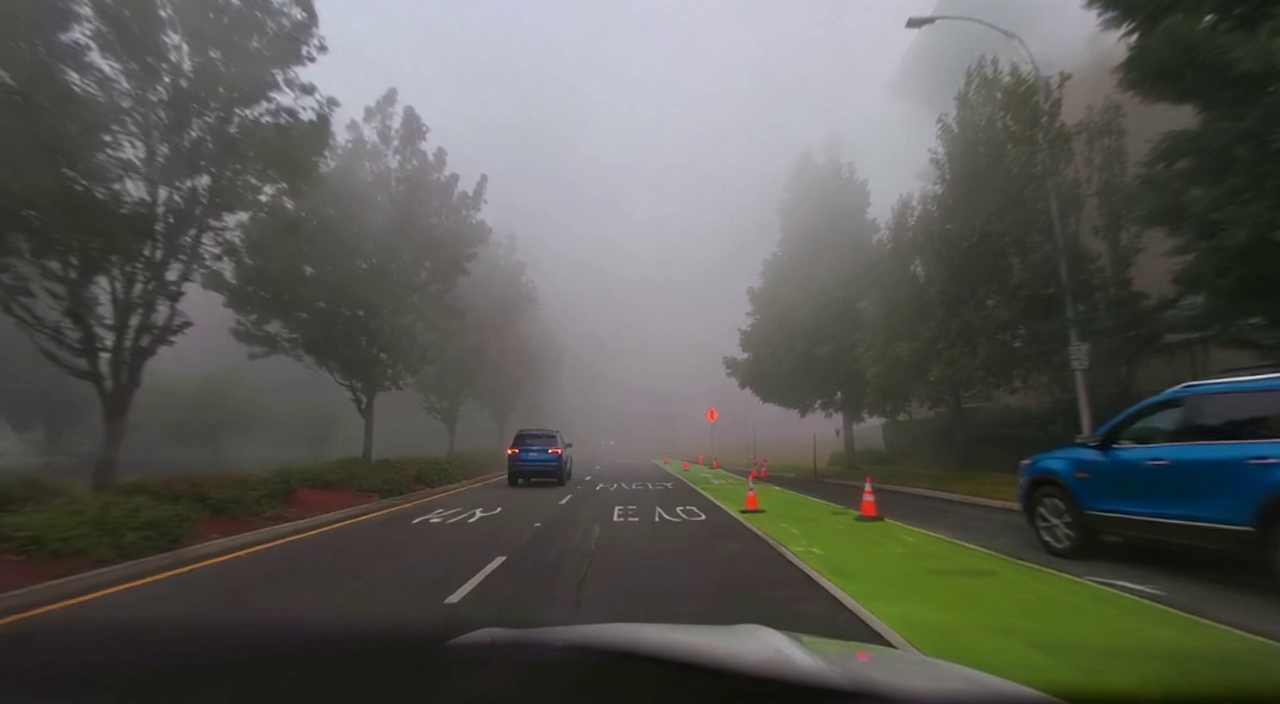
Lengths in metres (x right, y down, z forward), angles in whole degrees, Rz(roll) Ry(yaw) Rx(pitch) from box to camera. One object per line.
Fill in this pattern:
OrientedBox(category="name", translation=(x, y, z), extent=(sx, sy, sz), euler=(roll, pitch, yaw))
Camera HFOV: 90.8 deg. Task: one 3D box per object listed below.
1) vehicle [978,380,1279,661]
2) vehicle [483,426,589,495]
OrientedBox(category="vehicle", translation=(5.392, 1.264, 5.461), extent=(2.810, 1.722, 3.834), euler=(-1, -8, 1))
OrientedBox(category="vehicle", translation=(-2.935, 3.194, 18.989), extent=(2.339, 1.790, 4.629), euler=(0, -8, 1))
